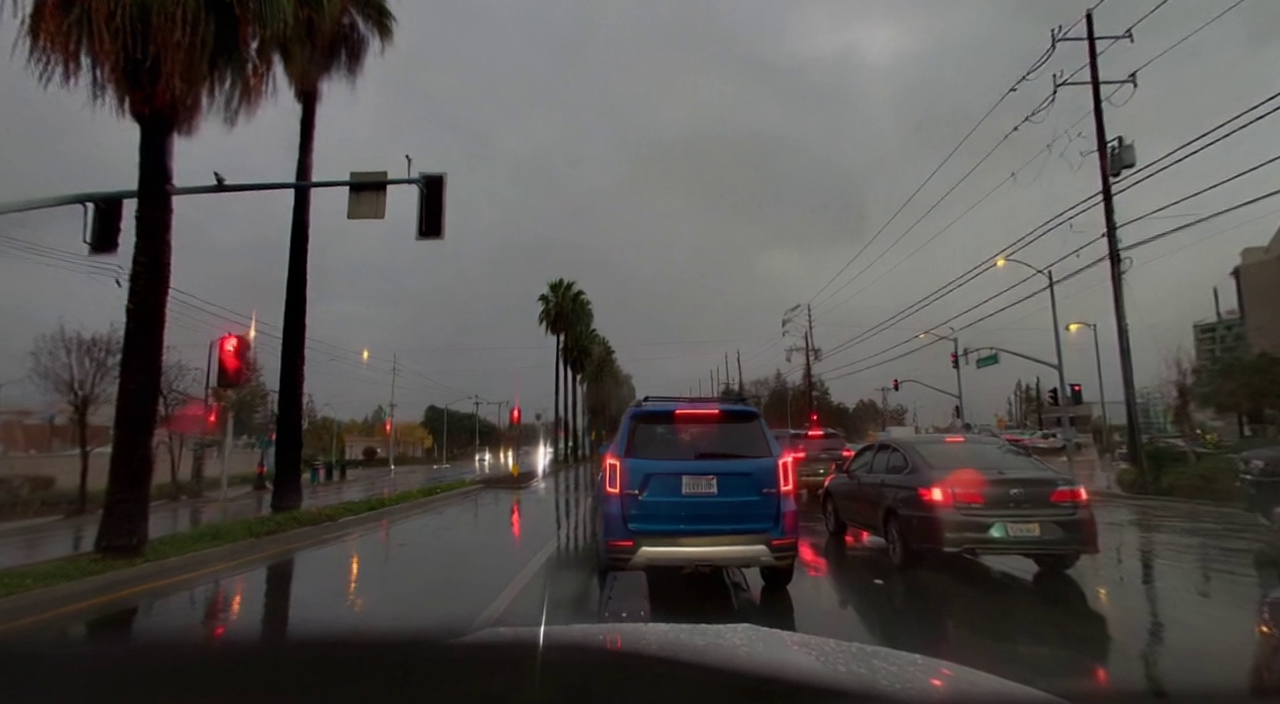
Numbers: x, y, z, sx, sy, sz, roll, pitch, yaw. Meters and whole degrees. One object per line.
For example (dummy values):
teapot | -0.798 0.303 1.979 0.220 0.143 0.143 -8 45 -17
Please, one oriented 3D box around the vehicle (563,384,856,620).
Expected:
vehicle | 0.459 1.455 7.014 2.228 1.780 4.269 0 -9 -2

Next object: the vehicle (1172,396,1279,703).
vehicle | 3.361 0.652 0.677 1.805 1.485 4.348 0 -9 1

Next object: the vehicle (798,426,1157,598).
vehicle | 3.453 1.703 7.620 1.895 1.456 4.255 0 -9 -1
